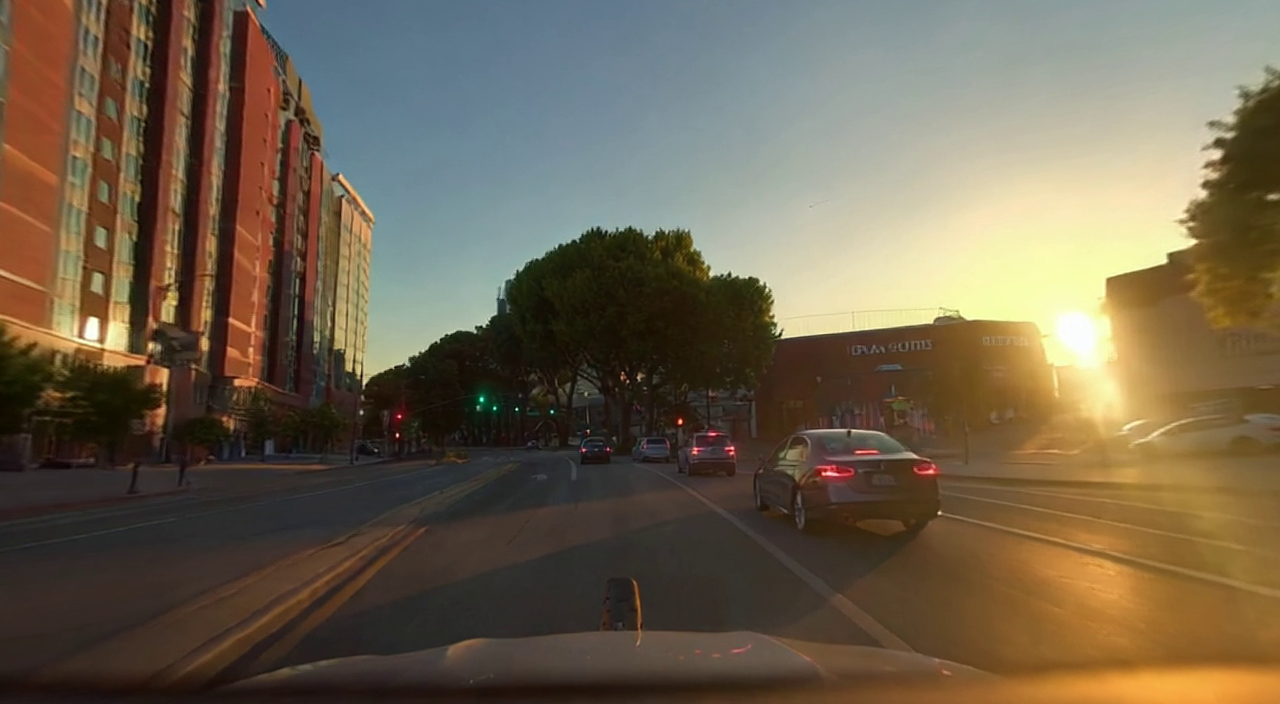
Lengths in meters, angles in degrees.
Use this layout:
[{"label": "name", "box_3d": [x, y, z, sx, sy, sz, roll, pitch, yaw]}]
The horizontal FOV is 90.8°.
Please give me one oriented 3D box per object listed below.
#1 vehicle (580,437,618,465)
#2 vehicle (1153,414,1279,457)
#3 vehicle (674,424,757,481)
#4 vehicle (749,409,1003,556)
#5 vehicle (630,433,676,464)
[{"label": "vehicle", "box_3d": [-2.449, 5.752, 36.852, 2.068, 1.512, 3.987, 1, -9, -6]}, {"label": "vehicle", "box_3d": [28.527, 4.061, 30.713, 5.103, 1.947, 2.207, -1, -8, 1]}, {"label": "vehicle", "box_3d": [2.497, 3.476, 22.106, 2.046, 1.768, 4.370, 0, -8, -4]}, {"label": "vehicle", "box_3d": [3.044, 1.746, 9.223, 1.966, 1.596, 3.980, -1, -8, -3]}, {"label": "vehicle", "box_3d": [0.707, 5.880, 38.801, 2.216, 1.750, 4.520, -1, -7, -7]}]
